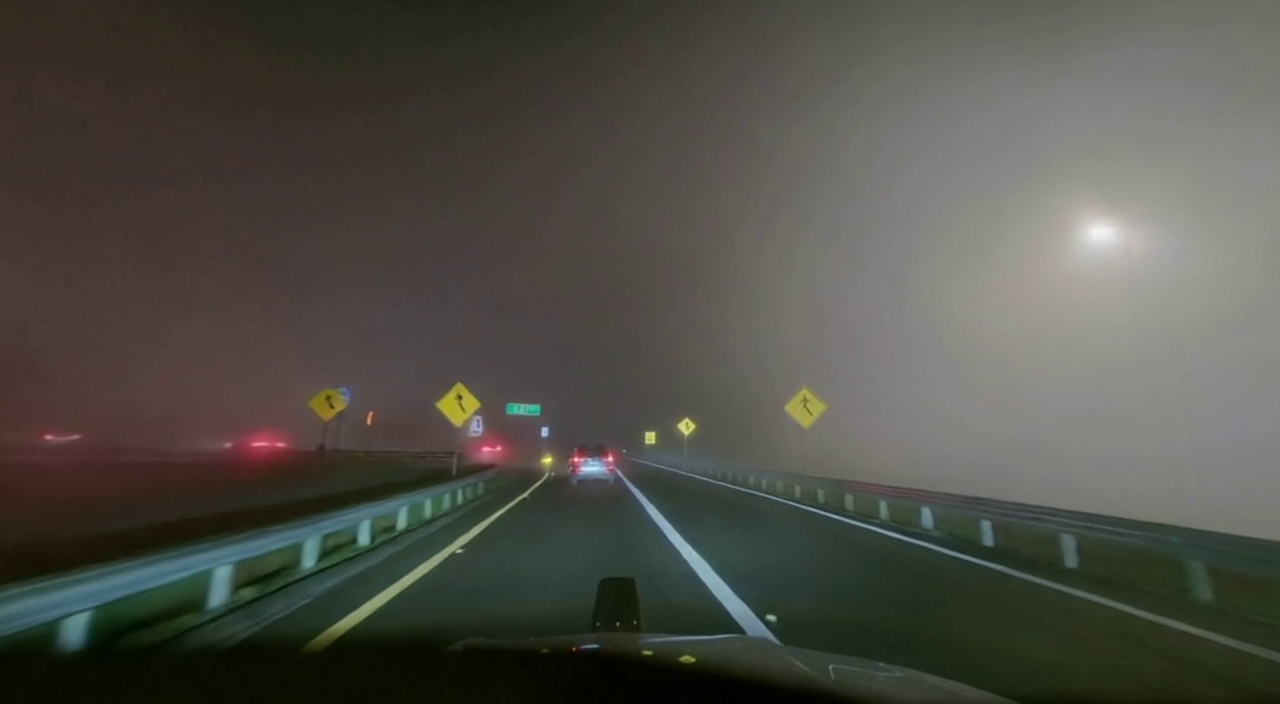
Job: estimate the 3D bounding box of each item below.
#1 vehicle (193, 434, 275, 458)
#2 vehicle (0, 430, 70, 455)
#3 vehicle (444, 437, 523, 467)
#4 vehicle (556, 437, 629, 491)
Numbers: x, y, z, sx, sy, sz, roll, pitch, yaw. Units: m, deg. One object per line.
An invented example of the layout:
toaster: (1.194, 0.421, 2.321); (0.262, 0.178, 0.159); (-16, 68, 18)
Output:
vehicle: (-25.959, 6.010, 40.144); (3.904, 1.482, 1.834); (0, -9, -1)
vehicle: (-38.533, 5.633, 39.025); (4.005, 1.472, 1.807); (1, -9, -8)
vehicle: (-8.535, 5.422, 34.002); (4.278, 1.505, 2.018); (-8, -11, 40)
vehicle: (-1.455, 3.395, 19.306); (2.006, 1.486, 3.950); (1, -9, -4)
